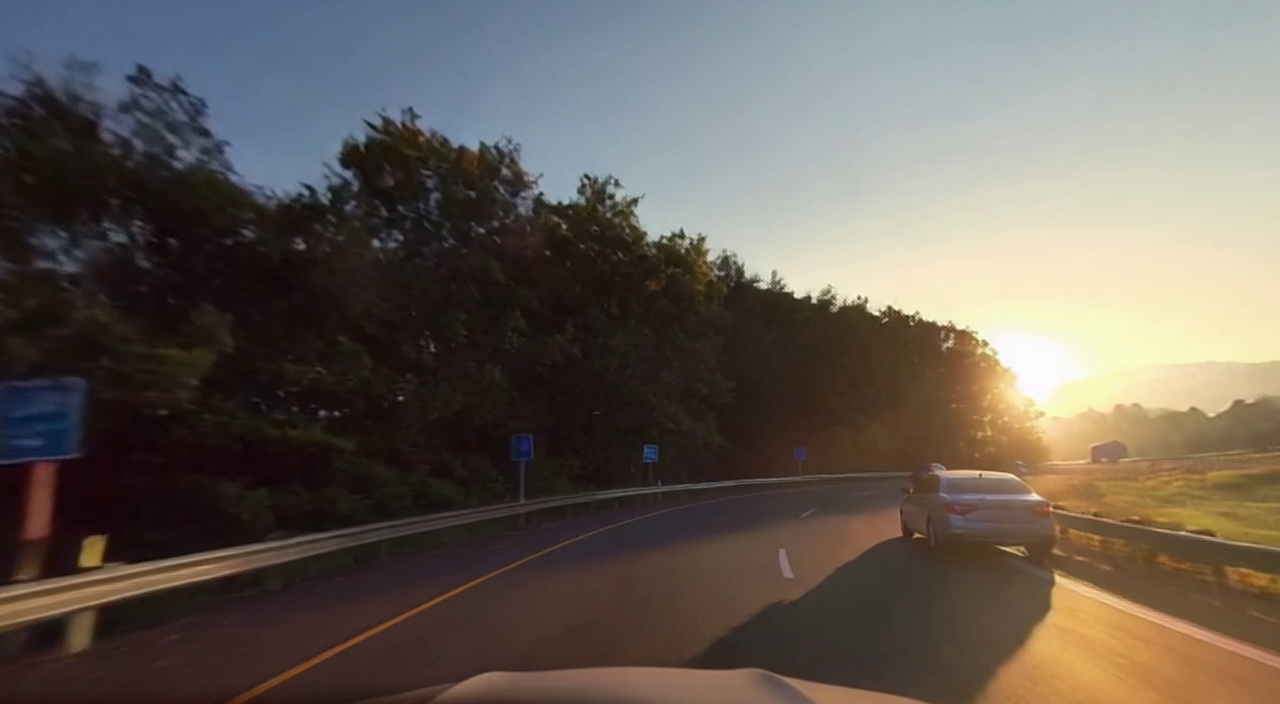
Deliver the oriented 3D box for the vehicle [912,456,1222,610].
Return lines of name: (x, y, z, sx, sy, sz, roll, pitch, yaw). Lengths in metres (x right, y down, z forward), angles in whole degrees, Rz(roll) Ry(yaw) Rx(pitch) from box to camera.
vehicle: (5.540, 2.350, 9.007, 2.023, 1.593, 4.105, -1, -11, 9)

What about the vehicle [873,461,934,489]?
vehicle: (15.118, 7.039, 36.067, 1.992, 1.503, 3.793, -9, -14, 42)
